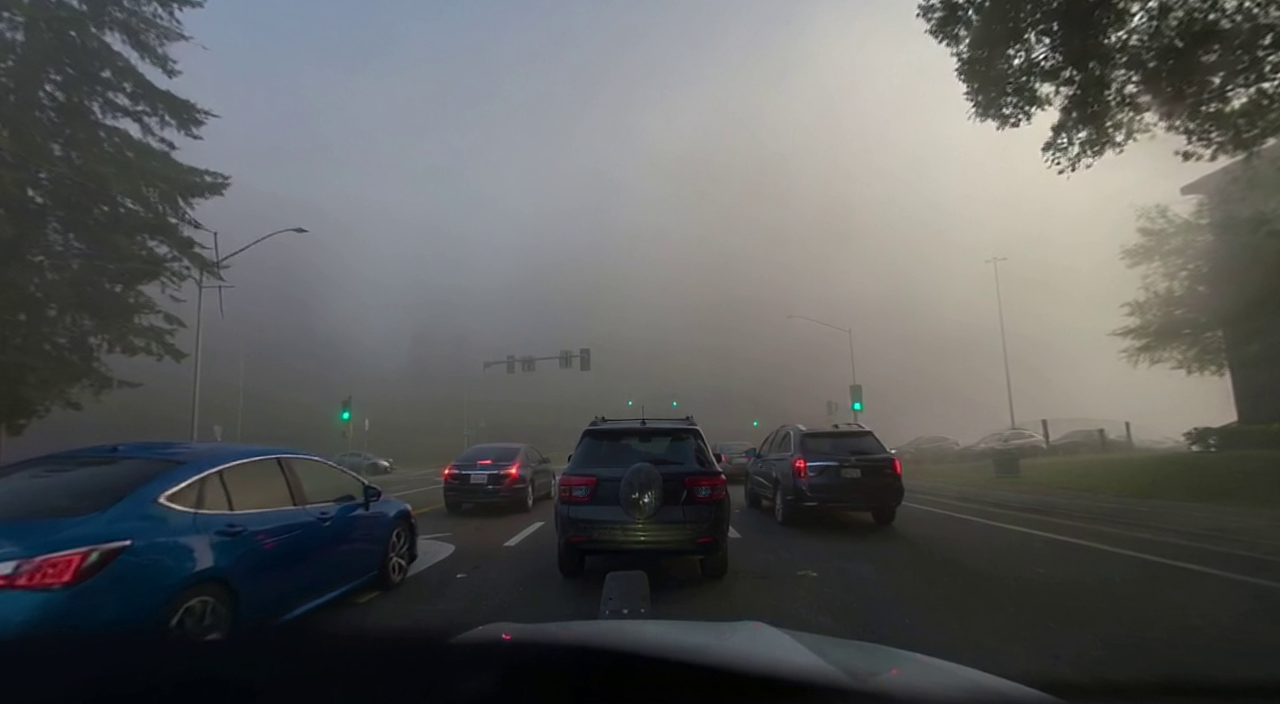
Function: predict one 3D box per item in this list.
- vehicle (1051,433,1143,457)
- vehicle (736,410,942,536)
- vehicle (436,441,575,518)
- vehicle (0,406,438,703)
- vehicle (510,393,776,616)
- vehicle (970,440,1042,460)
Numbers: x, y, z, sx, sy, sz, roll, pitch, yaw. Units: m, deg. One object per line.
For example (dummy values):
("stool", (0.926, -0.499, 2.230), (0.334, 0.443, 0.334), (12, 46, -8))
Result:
("vehicle", (32.781, 6.698, 45.348), (4.869, 1.622, 2.230), (0, -8, 1))
("vehicle", (3.444, 2.247, 12.374), (2.408, 1.908, 5.355), (0, -8, 1))
("vehicle", (-2.819, 2.781, 14.420), (2.072, 1.450, 4.612), (0, -8, 1))
("vehicle", (-3.127, 1.263, 4.439), (1.909, 1.476, 4.751), (0, -8, -1))
("vehicle", (0.031, 1.505, 7.055), (2.113, 1.768, 3.901), (0, -8, 0))
("vehicle", (26.435, 7.075, 45.633), (4.180, 1.376, 1.583), (0, -8, 2))
